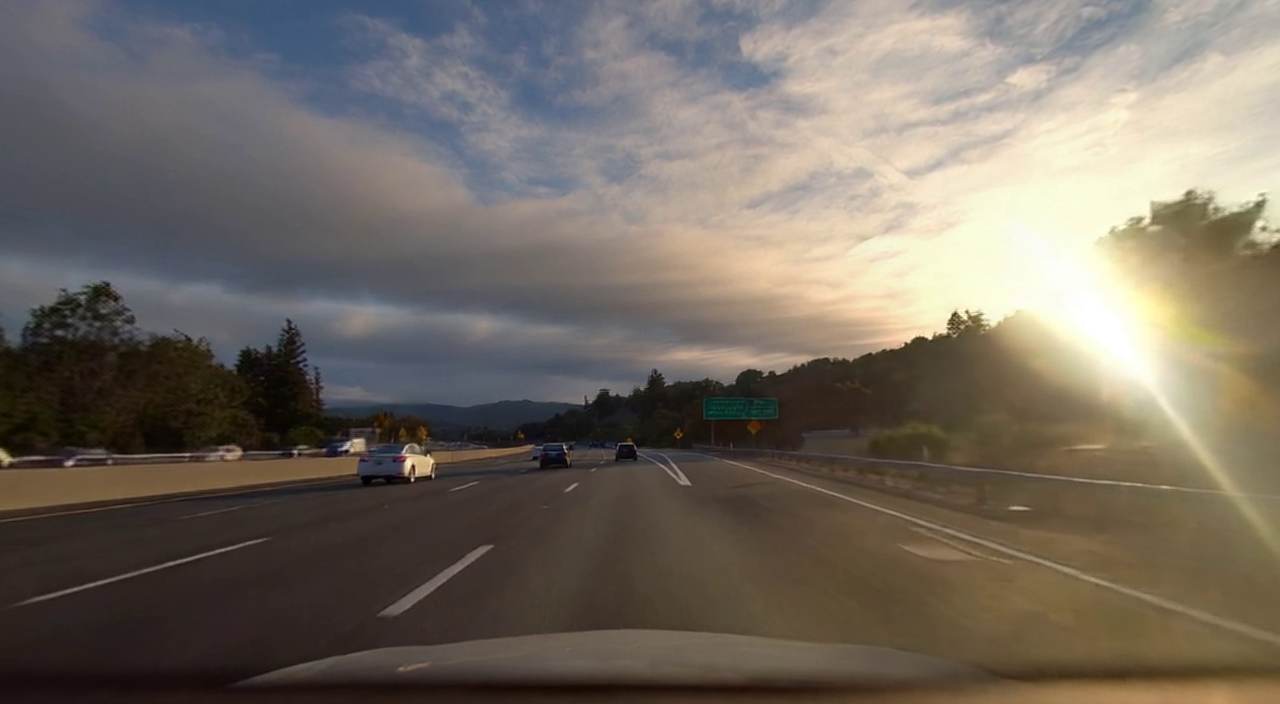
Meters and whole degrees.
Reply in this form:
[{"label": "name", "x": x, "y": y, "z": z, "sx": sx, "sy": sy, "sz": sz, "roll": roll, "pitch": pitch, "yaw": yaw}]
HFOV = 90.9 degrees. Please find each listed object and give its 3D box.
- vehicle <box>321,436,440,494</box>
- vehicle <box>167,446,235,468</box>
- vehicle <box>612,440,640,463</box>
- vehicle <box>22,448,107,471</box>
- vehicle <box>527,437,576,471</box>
[{"label": "vehicle", "x": -8.087, "y": 3.544, "z": 20.140, "sx": 2.086, "sy": 1.628, "sz": 4.039, "roll": 0, "pitch": -8, "yaw": -1}, {"label": "vehicle", "x": -31.988, "y": 7.635, "z": 46.083, "sx": 1.819, "sy": 1.438, "sz": 4.530, "roll": 0, "pitch": -8, "yaw": -2}, {"label": "vehicle", "x": -0.968, "y": 6.879, "z": 43.732, "sx": 1.881, "sy": 1.460, "sz": 3.694, "roll": 0, "pitch": -8, "yaw": -2}, {"label": "vehicle", "x": -39.230, "y": 7.335, "z": 43.154, "sx": 1.754, "sy": 1.456, "sz": 4.341, "roll": 0, "pitch": -8, "yaw": -2}, {"label": "vehicle", "x": -4.575, "y": 5.325, "z": 33.190, "sx": 1.991, "sy": 1.610, "sz": 4.606, "roll": 0, "pitch": -8, "yaw": -1}]
